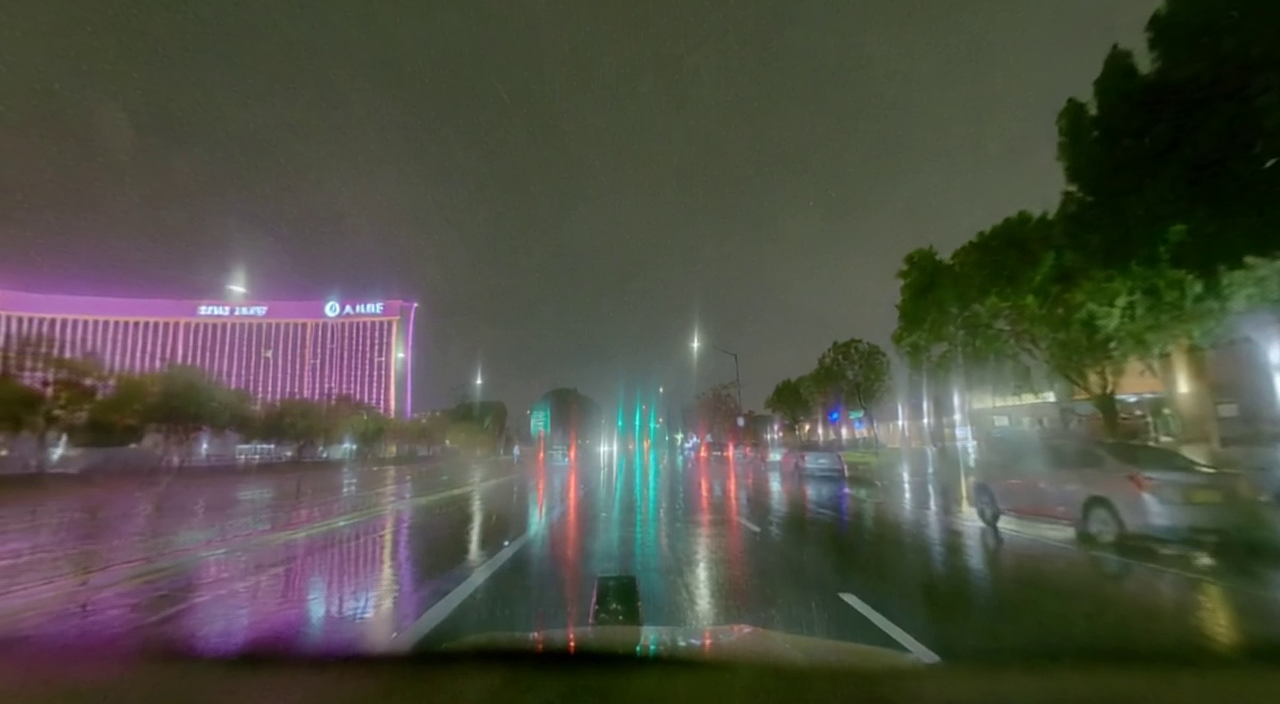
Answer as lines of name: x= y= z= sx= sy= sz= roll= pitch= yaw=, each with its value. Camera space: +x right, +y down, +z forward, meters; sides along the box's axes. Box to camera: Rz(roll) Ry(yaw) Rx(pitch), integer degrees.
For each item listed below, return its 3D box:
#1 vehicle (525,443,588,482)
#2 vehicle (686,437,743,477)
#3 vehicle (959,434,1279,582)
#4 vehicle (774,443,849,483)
vehicle: x=-3.344 y=4.490 z=25.949 sx=2.005 sy=1.477 sz=4.169 roll=0 pitch=-8 yaw=1
vehicle: x=3.477 y=4.984 z=30.134 sx=2.083 sy=1.743 sz=4.354 roll=0 pitch=-8 yaw=-1
vehicle: x=6.910 y=1.945 z=8.841 sx=2.302 sy=1.480 sz=4.696 roll=0 pitch=-8 yaw=-1
vehicle: x=6.932 y=4.513 z=26.008 sx=1.876 sy=1.478 sz=4.670 roll=0 pitch=-8 yaw=1
